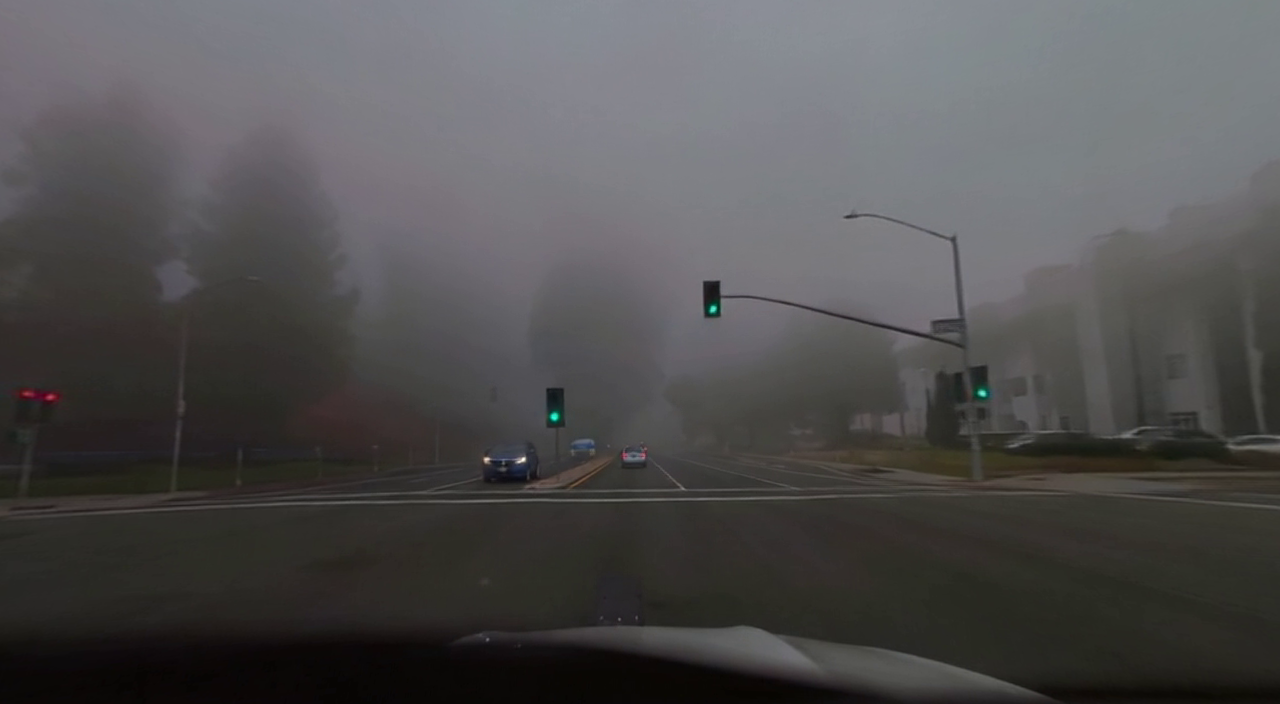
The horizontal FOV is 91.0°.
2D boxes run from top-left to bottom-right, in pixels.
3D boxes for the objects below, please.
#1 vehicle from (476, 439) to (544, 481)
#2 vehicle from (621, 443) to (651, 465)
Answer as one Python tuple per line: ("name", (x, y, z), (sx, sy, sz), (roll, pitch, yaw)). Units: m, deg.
("vehicle", (-5.467, 4.590, 27.020), (2.016, 1.631, 4.148), (0, -9, 0))
("vehicle", (-0.307, 7.254, 44.914), (2.064, 1.477, 3.968), (0, -9, -1))
